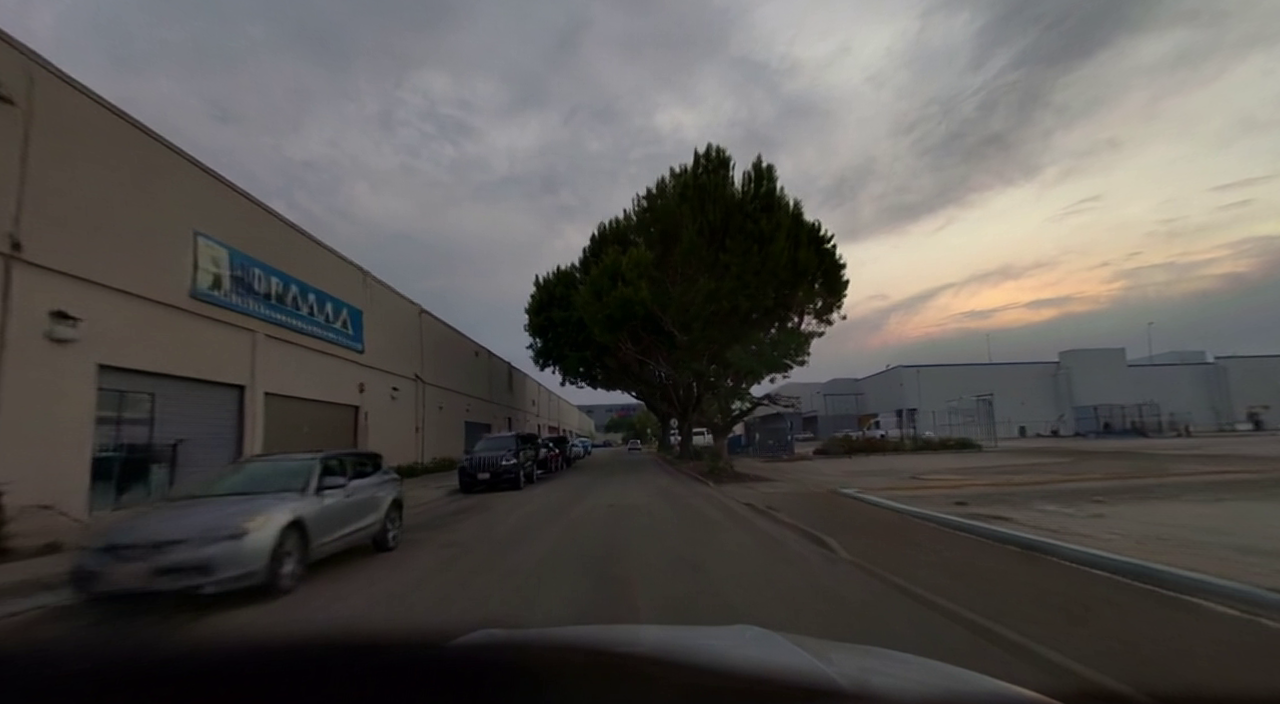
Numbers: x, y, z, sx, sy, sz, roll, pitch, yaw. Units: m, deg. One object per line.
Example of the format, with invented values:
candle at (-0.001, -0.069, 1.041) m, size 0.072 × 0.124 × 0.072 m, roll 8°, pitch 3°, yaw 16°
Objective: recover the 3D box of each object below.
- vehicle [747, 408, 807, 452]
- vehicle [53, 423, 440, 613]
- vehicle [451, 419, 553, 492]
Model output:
vehicle at (10.291, 6.007, 48.155) m, size 2.622 × 3.108 × 7.053 m, roll 0°, pitch -8°, yaw -3°
vehicle at (-4.160, 1.809, 7.791) m, size 2.040 × 1.501 × 4.440 m, roll -4°, pitch -9°, yaw -2°
vehicle at (-4.143, 3.259, 19.777) m, size 2.161 × 1.843 × 5.181 m, roll -4°, pitch -10°, yaw -2°
